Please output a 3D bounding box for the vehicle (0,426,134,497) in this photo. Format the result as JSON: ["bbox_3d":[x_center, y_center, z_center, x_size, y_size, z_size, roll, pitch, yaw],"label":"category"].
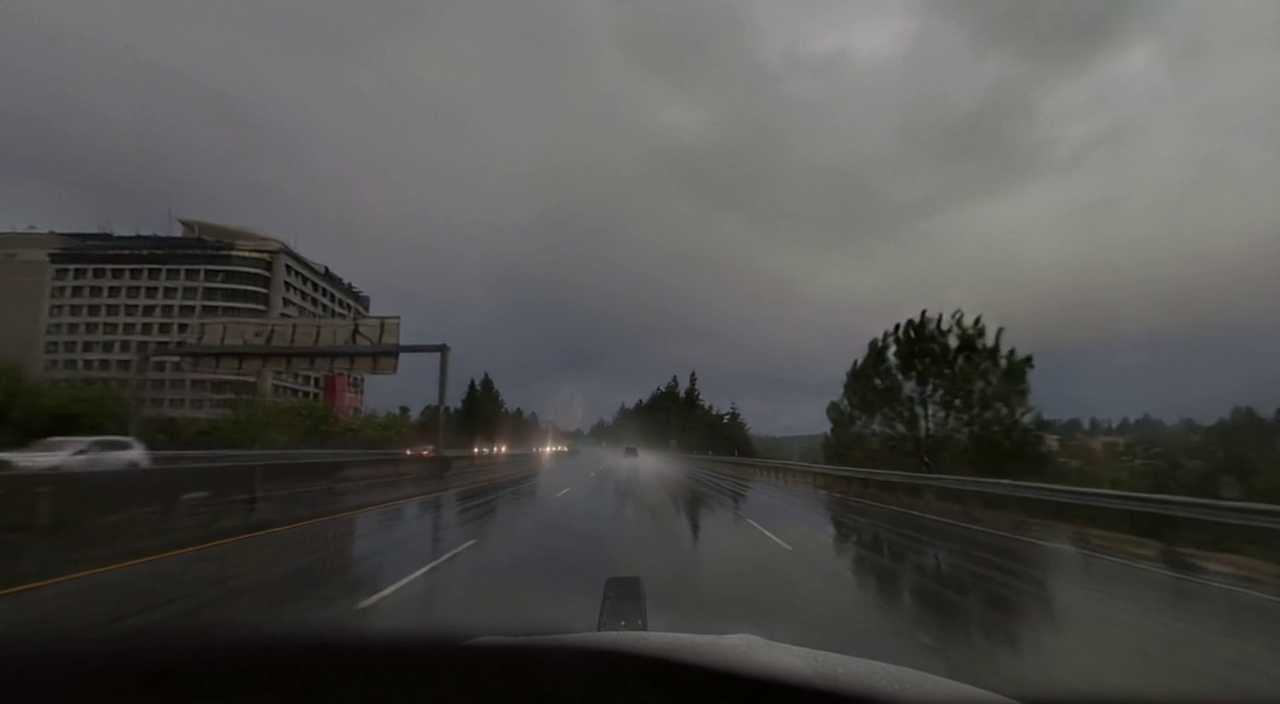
[{"bbox_3d":[-14.458,2.529,14.668,1.878,1.478,4.122,0,-9,0],"label":"vehicle"}]
